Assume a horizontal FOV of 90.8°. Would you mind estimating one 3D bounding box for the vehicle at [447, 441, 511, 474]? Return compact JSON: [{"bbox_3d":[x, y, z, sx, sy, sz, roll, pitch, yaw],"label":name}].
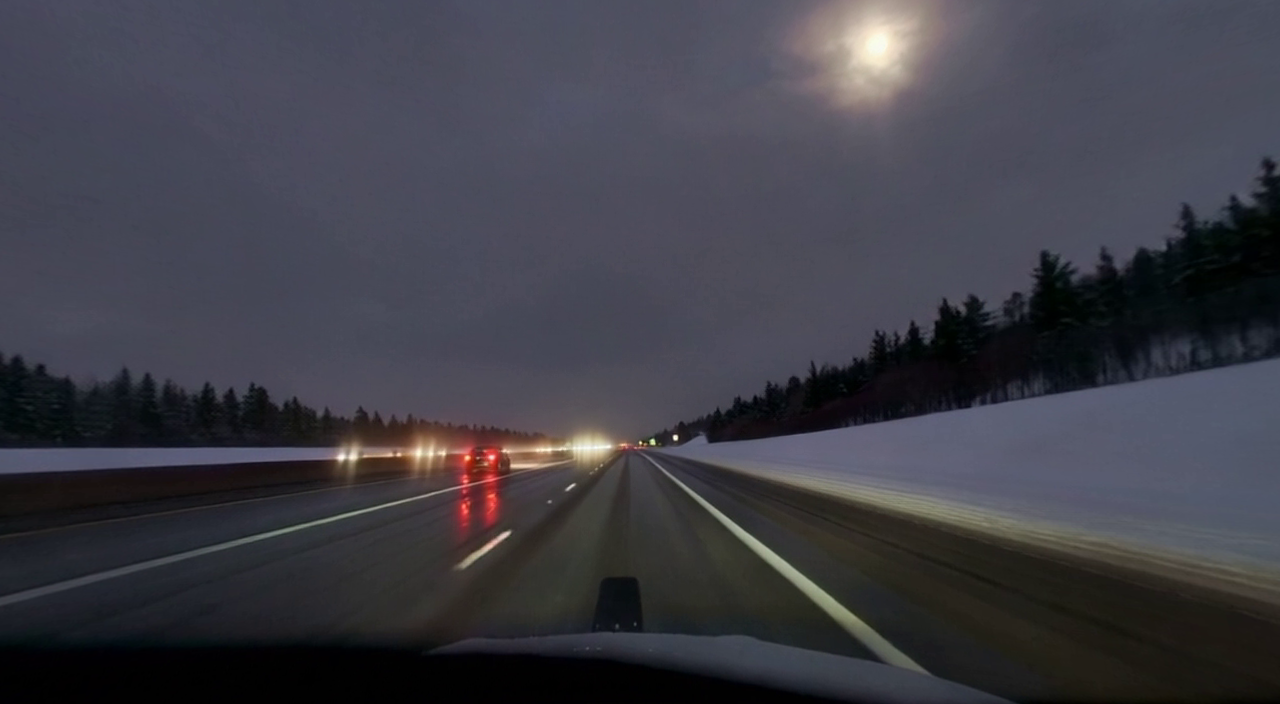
[{"bbox_3d":[-8.138,5.349,32.474,2.005,1.545,4.874,0,-8,0],"label":"vehicle"}]
